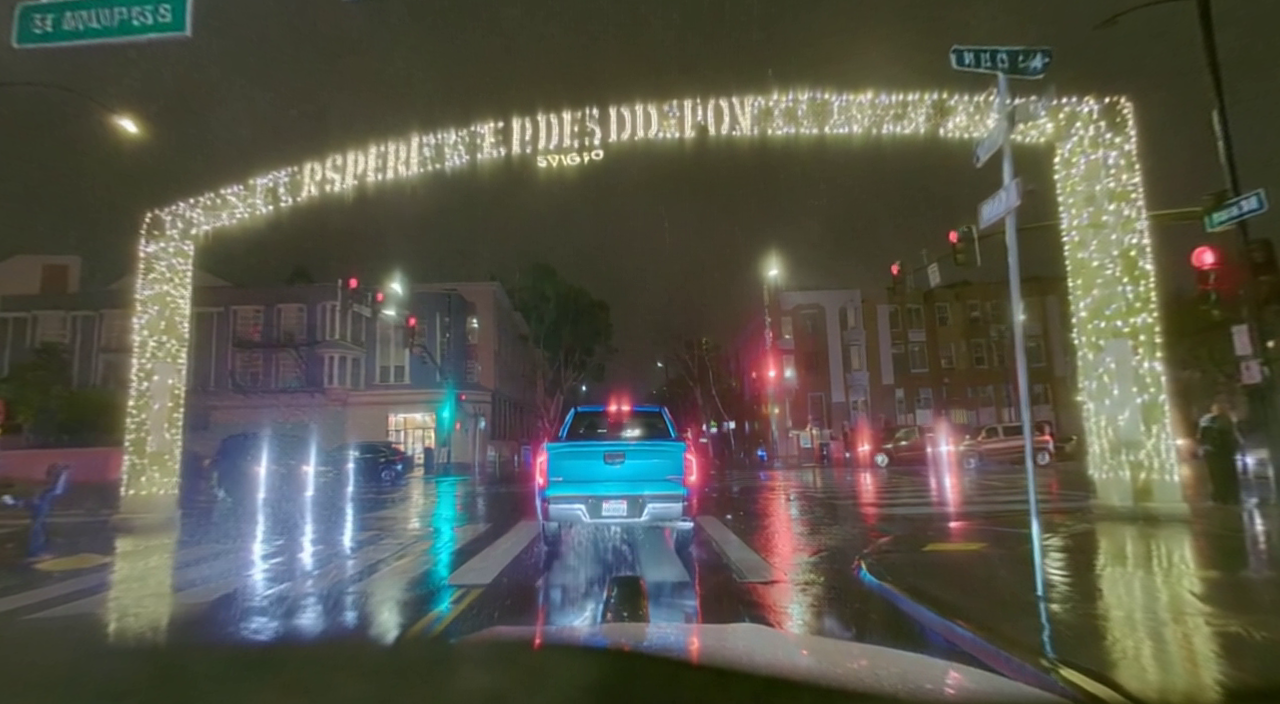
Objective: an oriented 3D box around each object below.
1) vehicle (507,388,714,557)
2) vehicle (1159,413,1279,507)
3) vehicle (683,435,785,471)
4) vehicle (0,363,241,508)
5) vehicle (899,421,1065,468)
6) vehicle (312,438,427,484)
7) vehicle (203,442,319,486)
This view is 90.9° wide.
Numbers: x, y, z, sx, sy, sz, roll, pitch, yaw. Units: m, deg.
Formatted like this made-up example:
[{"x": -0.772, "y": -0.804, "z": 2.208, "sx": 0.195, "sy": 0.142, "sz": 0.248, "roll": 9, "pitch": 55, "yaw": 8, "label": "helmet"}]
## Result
[{"x": -0.511, "y": 1.856, "z": 10.441, "sx": 2.477, "sy": 2.020, "sz": 5.534, "roll": 0, "pitch": -8, "yaw": -4, "label": "vehicle"}, {"x": 13.049, "y": 1.995, "z": 12.085, "sx": 4.082, "sy": 1.613, "sz": 2.211, "roll": -3, "pitch": -12, "yaw": 0, "label": "vehicle"}, {"x": 4.299, "y": 4.691, "z": 29.420, "sx": 4.515, "sy": 1.583, "sz": 1.920, "roll": -1, "pitch": -8, "yaw": 3, "label": "vehicle"}, {"x": -22.088, "y": 2.907, "z": 22.061, "sx": 13.729, "sy": 4.662, "sz": 3.300, "roll": 0, "pitch": -8, "yaw": 0, "label": "vehicle"}, {"x": 11.634, "y": 3.176, "z": 21.668, "sx": 4.600, "sy": 1.506, "sz": 1.878, "roll": 0, "pitch": -8, "yaw": -2, "label": "vehicle"}, {"x": -13.205, "y": 5.312, "z": 30.967, "sx": 4.799, "sy": 1.909, "sz": 2.011, "roll": -3, "pitch": -7, "yaw": 2, "label": "vehicle"}, {"x": -18.599, "y": 5.500, "z": 31.091, "sx": 4.398, "sy": 2.057, "sz": 1.959, "roll": 0, "pitch": -8, "yaw": -2, "label": "vehicle"}]
